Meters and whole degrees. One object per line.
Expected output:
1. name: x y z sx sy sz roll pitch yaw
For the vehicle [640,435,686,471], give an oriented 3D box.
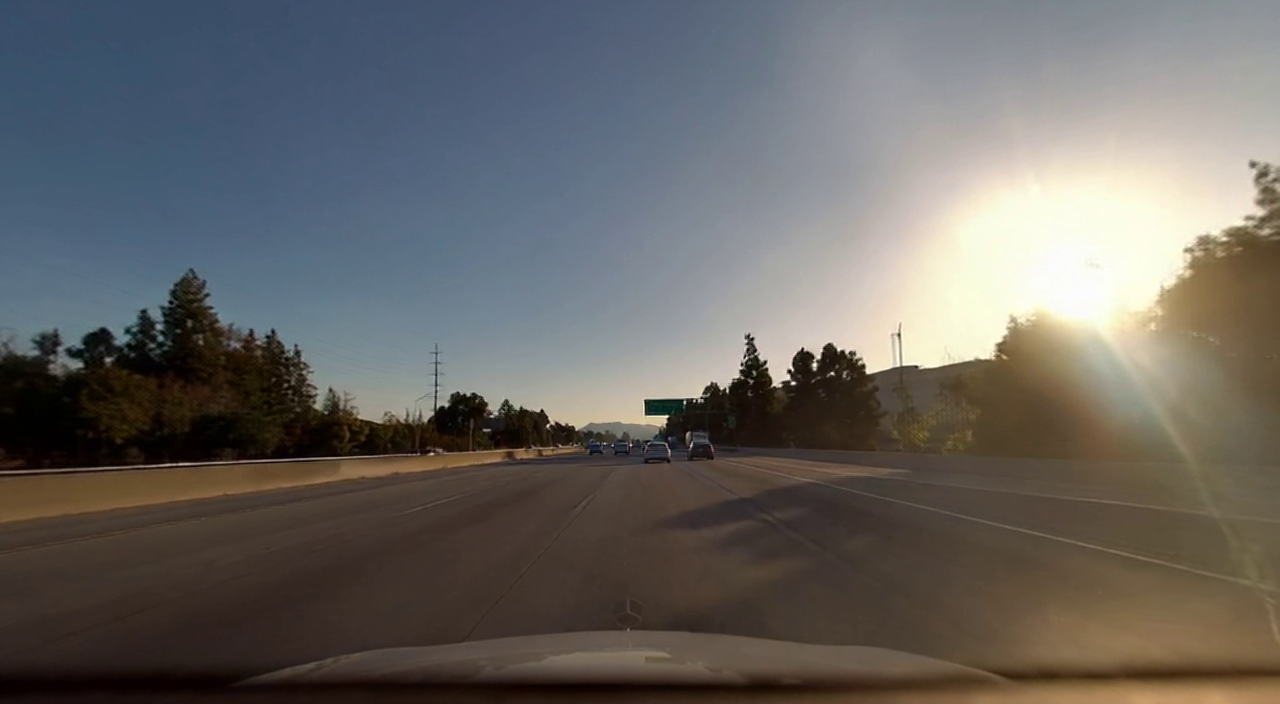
1. vehicle: 1.133 5.349 33.733 2.260 1.766 4.348 0 -8 -1
